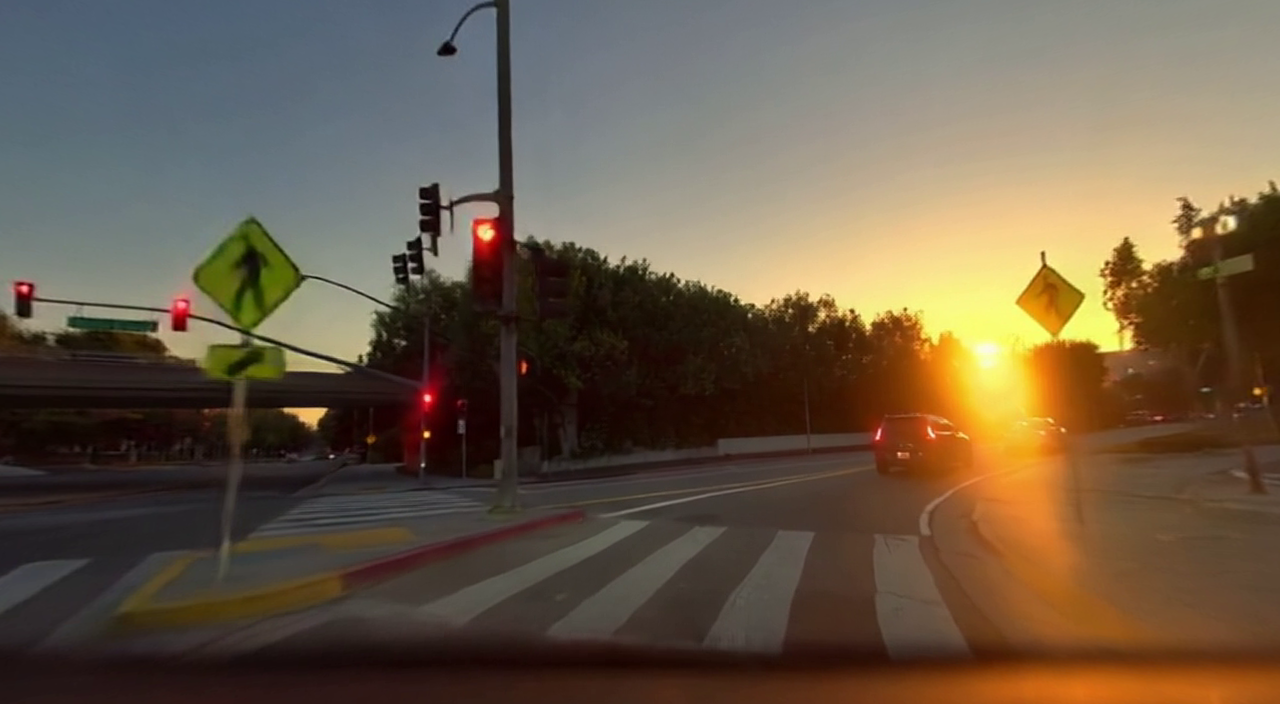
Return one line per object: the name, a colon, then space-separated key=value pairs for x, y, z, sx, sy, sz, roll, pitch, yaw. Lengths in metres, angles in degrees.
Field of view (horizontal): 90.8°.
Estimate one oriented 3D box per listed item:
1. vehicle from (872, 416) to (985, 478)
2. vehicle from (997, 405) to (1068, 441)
vehicle: x=8.644 y=2.804 z=18.749 sx=1.908 sy=1.622 sz=4.166 roll=-7 pitch=-11 yaw=39
vehicle: x=23.606 y=4.326 z=37.913 sx=5.144 sy=1.954 sz=2.122 roll=7 pitch=-11 yaw=-42
